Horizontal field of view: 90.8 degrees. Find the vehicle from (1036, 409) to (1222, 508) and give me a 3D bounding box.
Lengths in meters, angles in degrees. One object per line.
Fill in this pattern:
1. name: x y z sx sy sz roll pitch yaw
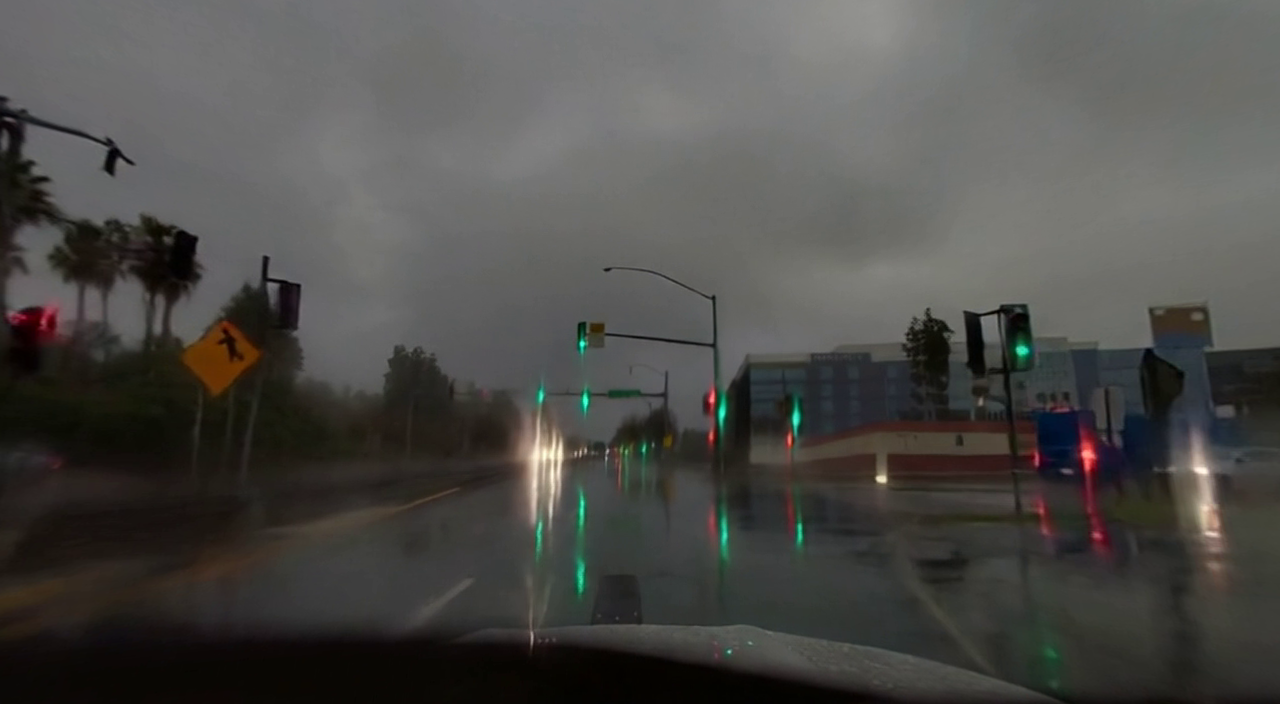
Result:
1. vehicle: 16.241 3.524 21.172 4.180 3.020 2.606 2 -9 -12
